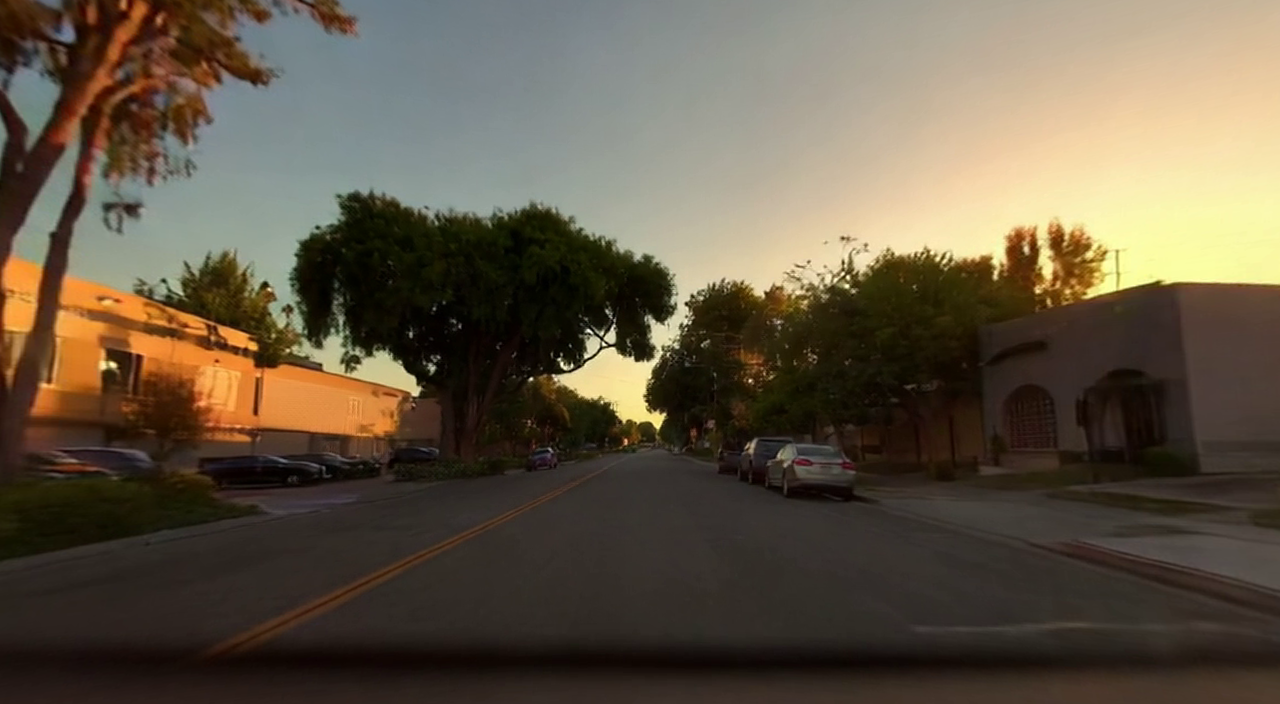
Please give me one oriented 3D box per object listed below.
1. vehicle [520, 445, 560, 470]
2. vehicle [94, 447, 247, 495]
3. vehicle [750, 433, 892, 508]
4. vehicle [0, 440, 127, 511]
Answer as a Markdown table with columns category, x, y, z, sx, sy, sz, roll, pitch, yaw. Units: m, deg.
| category | x | y | z | sx | sy | sz | roll | pitch | yaw |
| --- | --- | --- | --- | --- | --- | --- | --- | --- | --- |
| vehicle | -6.557 | 6.924 | 41.859 | 1.928 | 1.537 | 4.439 | 0 | -8 | 0 |
| vehicle | -15.713 | 3.936 | 21.200 | 4.181 | 1.467 | 1.851 | -3 | -9 | 16 |
| vehicle | 4.237 | 2.857 | 15.823 | 1.952 | 1.538 | 5.215 | 0 | -8 | -1 |
| vehicle | -15.643 | 3.042 | 15.984 | 4.579 | 1.573 | 2.001 | -4 | -9 | 21 |
